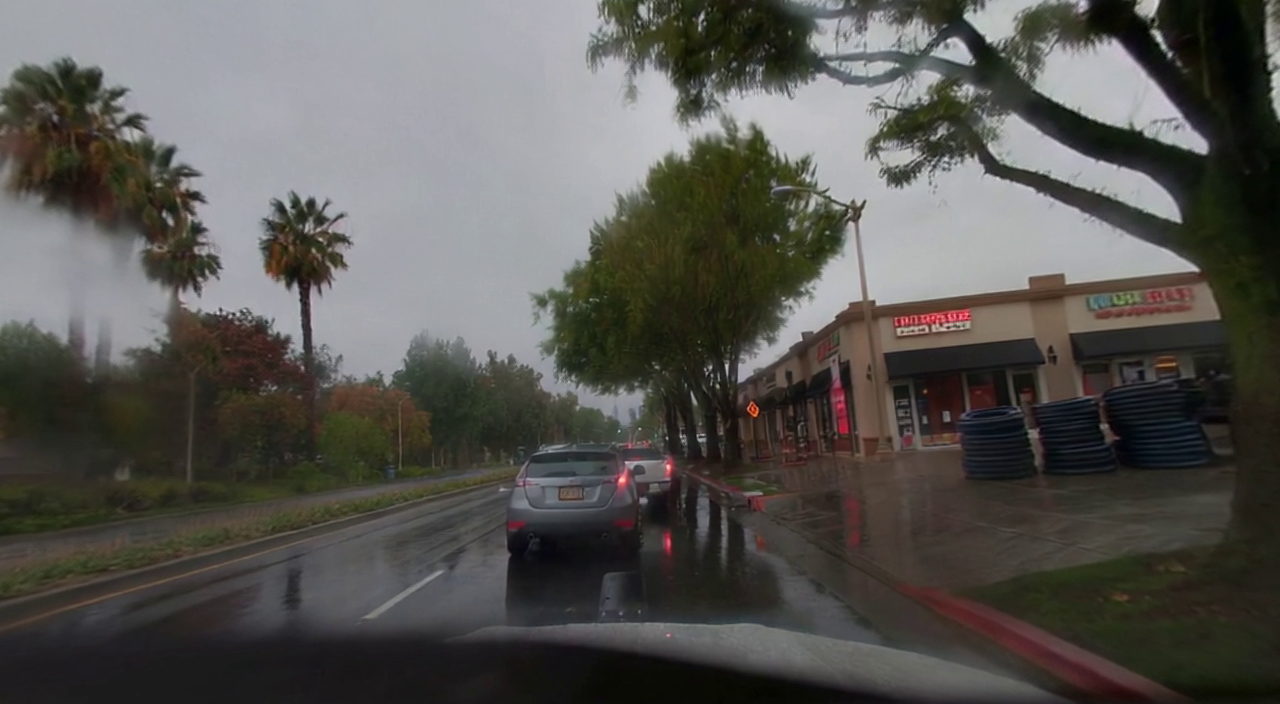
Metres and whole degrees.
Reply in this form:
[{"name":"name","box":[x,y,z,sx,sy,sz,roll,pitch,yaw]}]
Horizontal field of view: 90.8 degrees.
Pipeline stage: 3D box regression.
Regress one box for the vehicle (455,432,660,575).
[{"name":"vehicle","box":[-0.937,1.916,8.807,2.169,1.495,4.048,0,-9,-2]}]

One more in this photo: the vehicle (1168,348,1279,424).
[{"name":"vehicle","box":[16.523,0.998,16.837,1.810,1.669,3.883,-1,-9,7]}]
